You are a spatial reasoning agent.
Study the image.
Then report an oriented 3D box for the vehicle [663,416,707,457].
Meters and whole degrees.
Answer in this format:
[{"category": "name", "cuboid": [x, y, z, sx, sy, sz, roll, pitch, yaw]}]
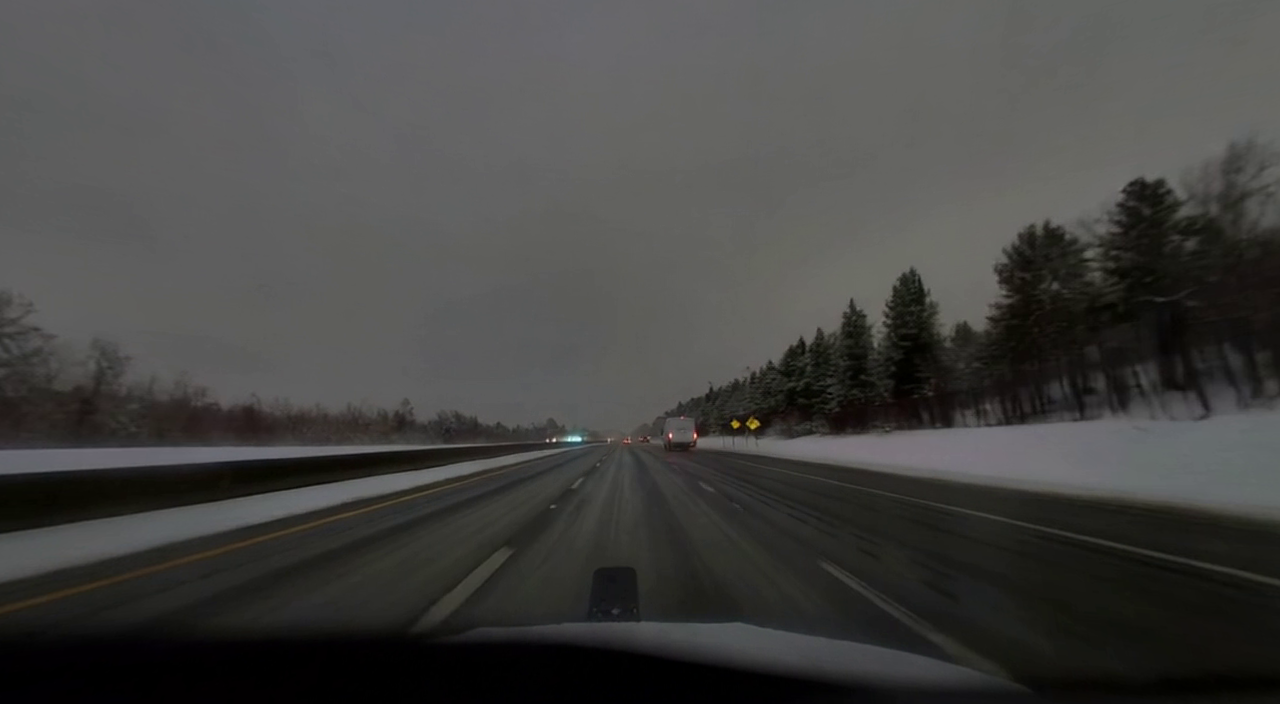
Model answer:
[{"category": "vehicle", "cuboid": [3.140, 6.154, 45.703, 2.431, 2.667, 6.921, 0, -8, -2]}]
